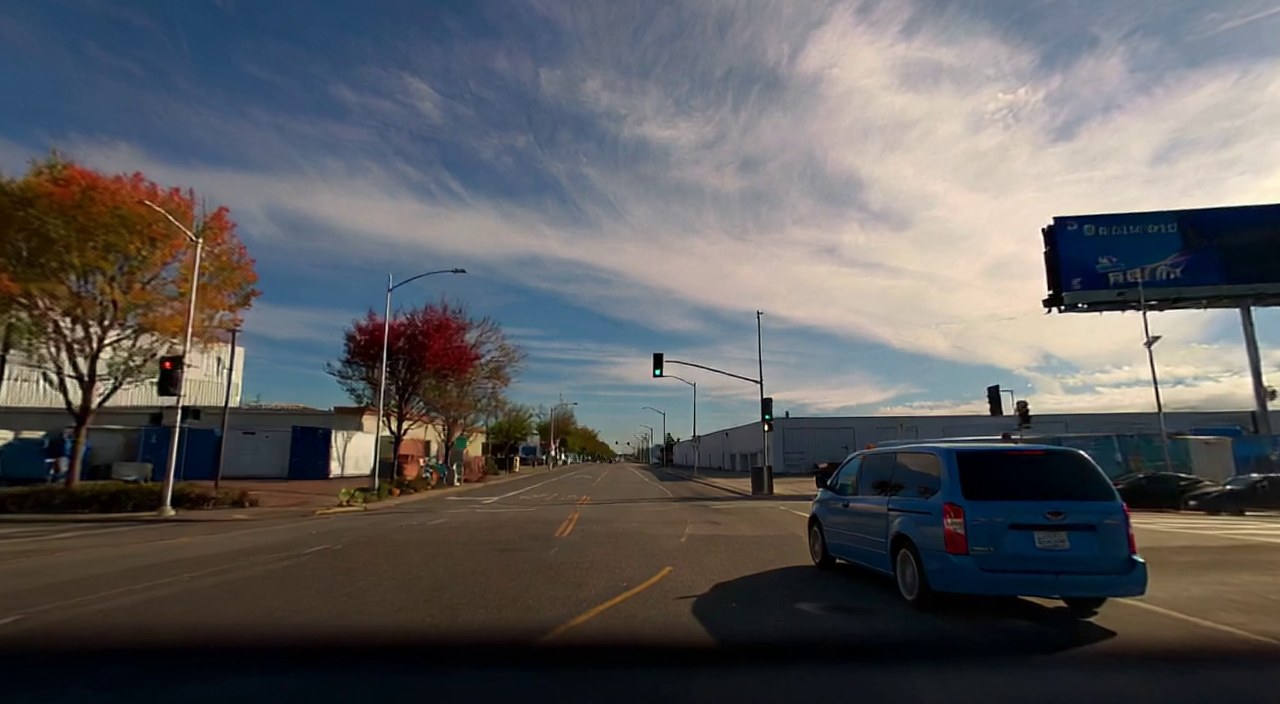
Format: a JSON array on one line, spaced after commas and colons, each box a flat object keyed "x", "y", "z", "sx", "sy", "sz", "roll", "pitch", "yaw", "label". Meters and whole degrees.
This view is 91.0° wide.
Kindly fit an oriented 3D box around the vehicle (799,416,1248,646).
[{"x": 3.728, "y": 1.817, "z": 7.568, "sx": 2.202, "sy": 1.822, "sz": 4.826, "roll": 1, "pitch": -9, "yaw": -2, "label": "vehicle"}]

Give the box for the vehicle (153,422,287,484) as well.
[{"x": -28.203, "y": 6.945, "z": 43.032, "sx": 2.943, "sy": 3.741, "sz": 9.094, "roll": 0, "pitch": -10, "yaw": -1, "label": "vehicle"}]

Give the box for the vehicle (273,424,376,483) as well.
[{"x": -21.439, "y": 6.916, "z": 43.467, "sx": 3.337, "sy": 3.644, "sz": 7.945, "roll": 0, "pitch": -8, "yaw": -3, "label": "vehicle"}]
